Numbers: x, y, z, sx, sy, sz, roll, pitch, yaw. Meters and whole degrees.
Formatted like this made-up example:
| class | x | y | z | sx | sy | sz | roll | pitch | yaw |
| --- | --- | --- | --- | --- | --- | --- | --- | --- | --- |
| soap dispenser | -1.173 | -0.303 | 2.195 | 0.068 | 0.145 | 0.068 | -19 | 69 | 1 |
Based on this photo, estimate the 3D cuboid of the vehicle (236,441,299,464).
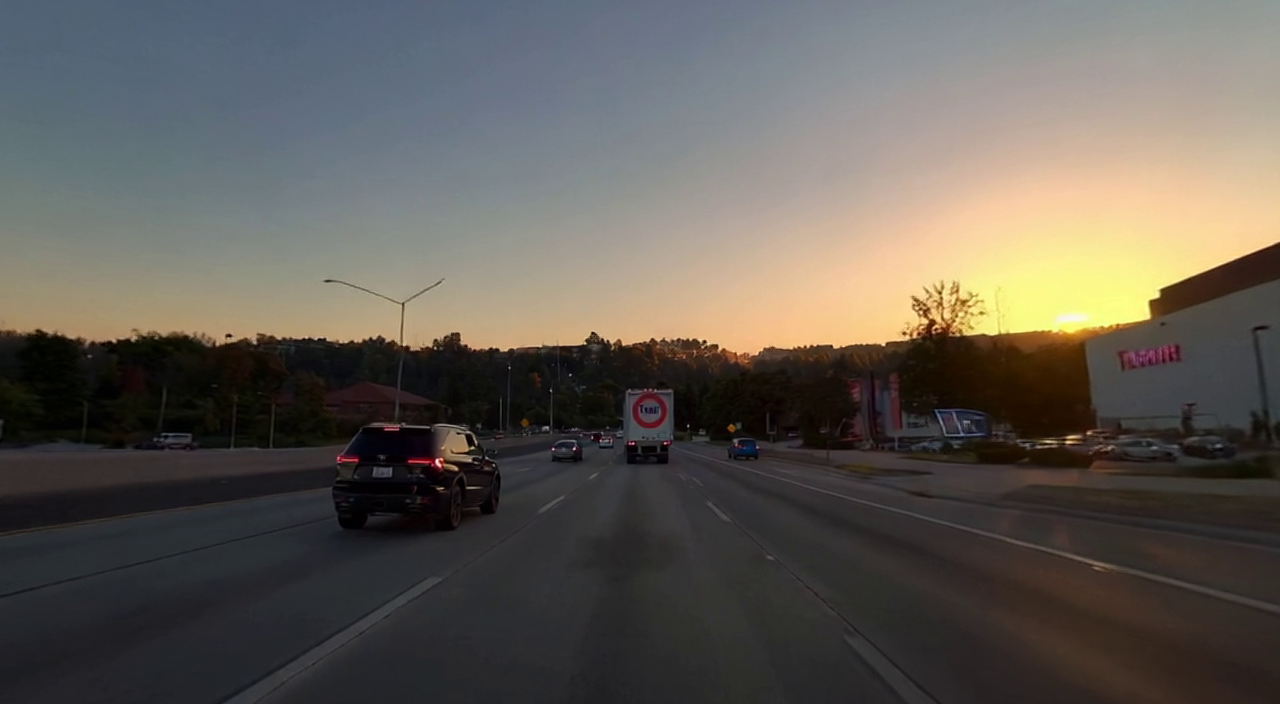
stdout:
| class | x | y | z | sx | sy | sz | roll | pitch | yaw |
| --- | --- | --- | --- | --- | --- | --- | --- | --- | --- |
| vehicle | -28.828 | 7.771 | 48.744 | 1.959 | 1.681 | 4.487 | 0 | -8 | 2 |

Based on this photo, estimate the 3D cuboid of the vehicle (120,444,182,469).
| class | x | y | z | sx | sy | sz | roll | pitch | yaw |
| --- | --- | --- | --- | --- | --- | --- | --- | --- | --- |
| vehicle | -36.370 | 7.702 | 46.643 | 4.674 | 1.730 | 2.261 | -6 | -10 | 35 |

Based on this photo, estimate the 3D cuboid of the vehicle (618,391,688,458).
| class | x | y | z | sx | sy | sz | roll | pitch | yaw |
| --- | --- | --- | --- | --- | --- | --- | --- | --- | --- |
| vehicle | 1.312 | 5.452 | 46.273 | 3.657 | 4.173 | 13.731 | -1 | -8 | 7 |

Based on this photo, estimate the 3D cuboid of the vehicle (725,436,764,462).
| class | x | y | z | sx | sy | sz | roll | pitch | yaw |
| --- | --- | --- | --- | --- | --- | --- | --- | --- | --- |
| vehicle | 7.037 | 6.562 | 42.679 | 1.958 | 1.681 | 4.109 | 0 | -8 | 0 |

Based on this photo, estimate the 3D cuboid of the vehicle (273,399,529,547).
| class | x | y | z | sx | sy | sz | roll | pitch | yaw |
| --- | --- | --- | --- | --- | --- | --- | --- | --- | --- |
| vehicle | -3.420 | 1.873 | 10.353 | 2.178 | 1.826 | 4.933 | 0 | -9 | 1 |
